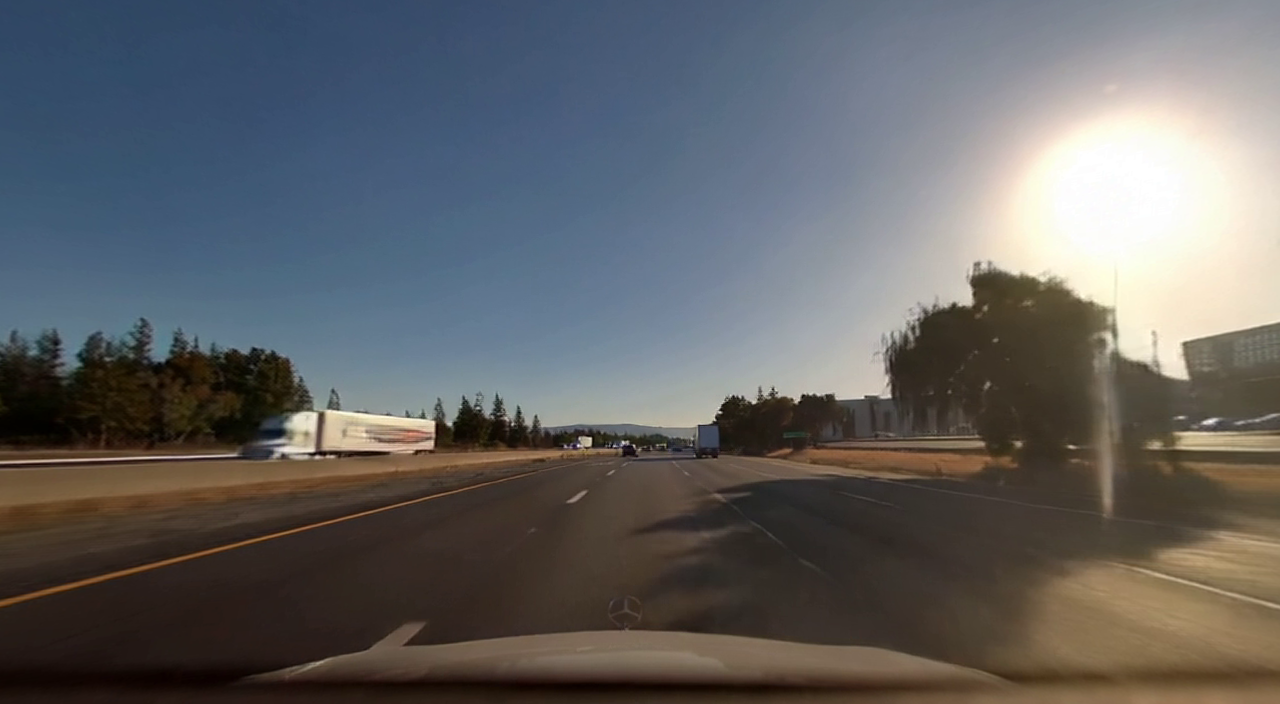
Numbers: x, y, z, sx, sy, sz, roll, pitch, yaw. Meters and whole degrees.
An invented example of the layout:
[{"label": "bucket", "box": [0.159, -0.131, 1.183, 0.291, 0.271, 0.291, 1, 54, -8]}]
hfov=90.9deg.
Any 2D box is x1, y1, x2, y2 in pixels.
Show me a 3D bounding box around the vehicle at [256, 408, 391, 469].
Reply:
[{"label": "vehicle", "box": [-23.648, 6.730, 48.582, 2.876, 3.974, 13.373, -1, -8, 3]}]
